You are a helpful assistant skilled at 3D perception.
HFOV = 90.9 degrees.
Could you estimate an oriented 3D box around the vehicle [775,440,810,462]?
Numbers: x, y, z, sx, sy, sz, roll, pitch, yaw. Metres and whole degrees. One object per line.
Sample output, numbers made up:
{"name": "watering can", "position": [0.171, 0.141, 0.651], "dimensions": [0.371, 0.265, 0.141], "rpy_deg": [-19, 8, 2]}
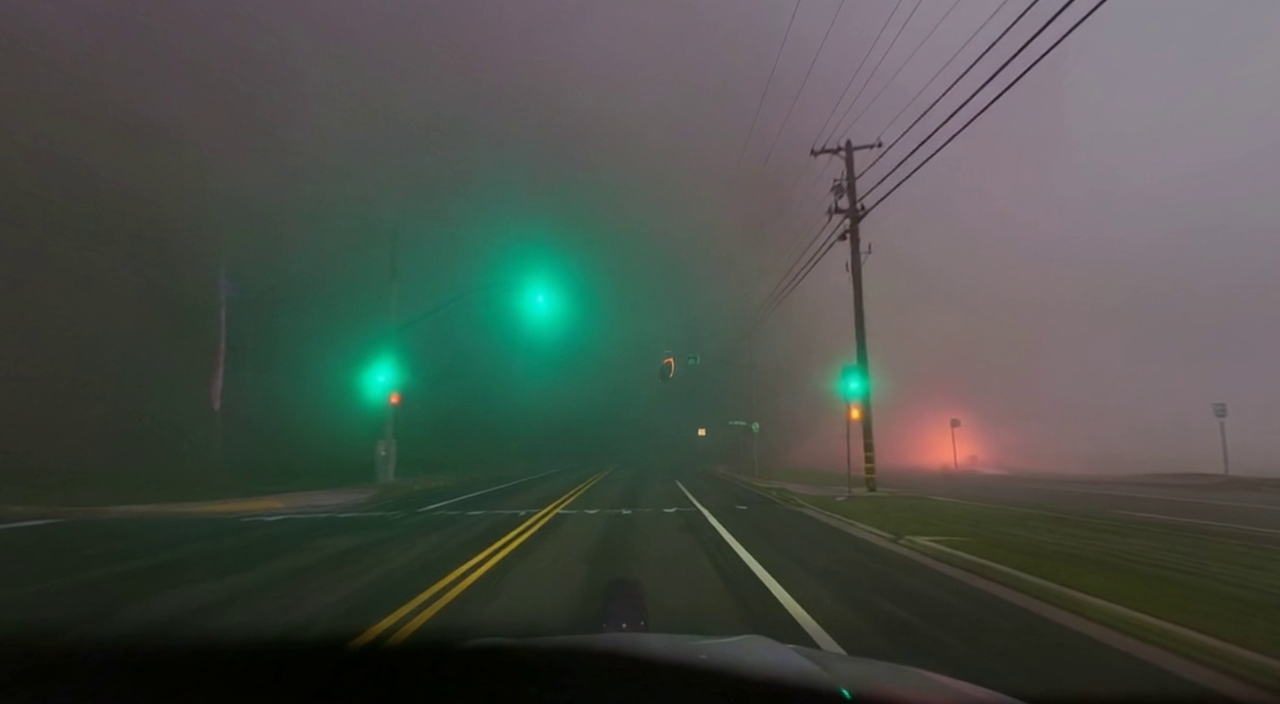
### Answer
{"name": "vehicle", "position": [11.941, 7.759, 49.568], "dimensions": [1.719, 1.583, 4.160], "rpy_deg": [0, -8, 0]}
